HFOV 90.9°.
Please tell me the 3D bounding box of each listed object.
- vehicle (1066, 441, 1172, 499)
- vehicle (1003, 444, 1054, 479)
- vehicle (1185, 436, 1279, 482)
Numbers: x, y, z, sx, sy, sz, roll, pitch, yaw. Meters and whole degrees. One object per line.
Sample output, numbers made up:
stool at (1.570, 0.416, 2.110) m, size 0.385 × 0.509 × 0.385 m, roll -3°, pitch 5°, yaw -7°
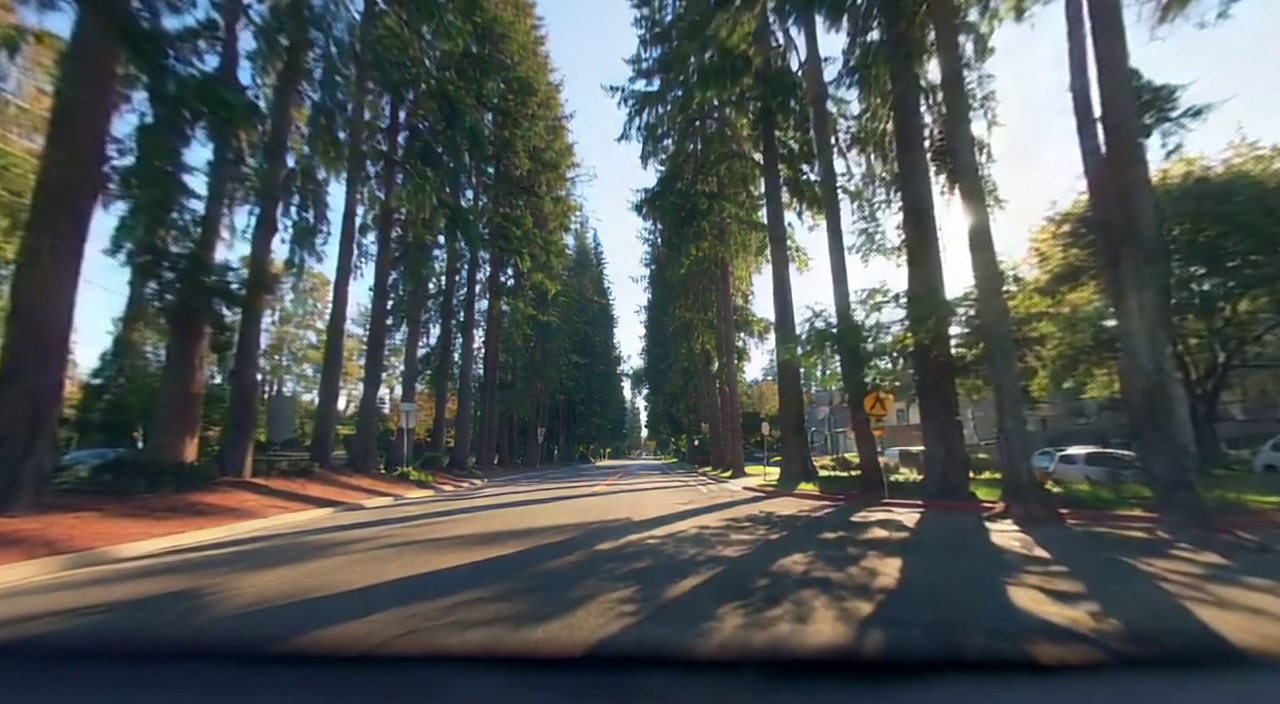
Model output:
vehicle at (14.873, 3.617, 19.861) m, size 2.063 × 1.588 × 4.759 m, roll -6°, pitch -10°, yaw 31°
vehicle at (20.129, 5.628, 32.602) m, size 1.958 × 1.644 × 4.527 m, roll -6°, pitch -10°, yaw 32°
vehicle at (27.096, 4.846, 28.914) m, size 2.055 × 1.899 × 4.487 m, roll -6°, pitch -10°, yaw 28°
